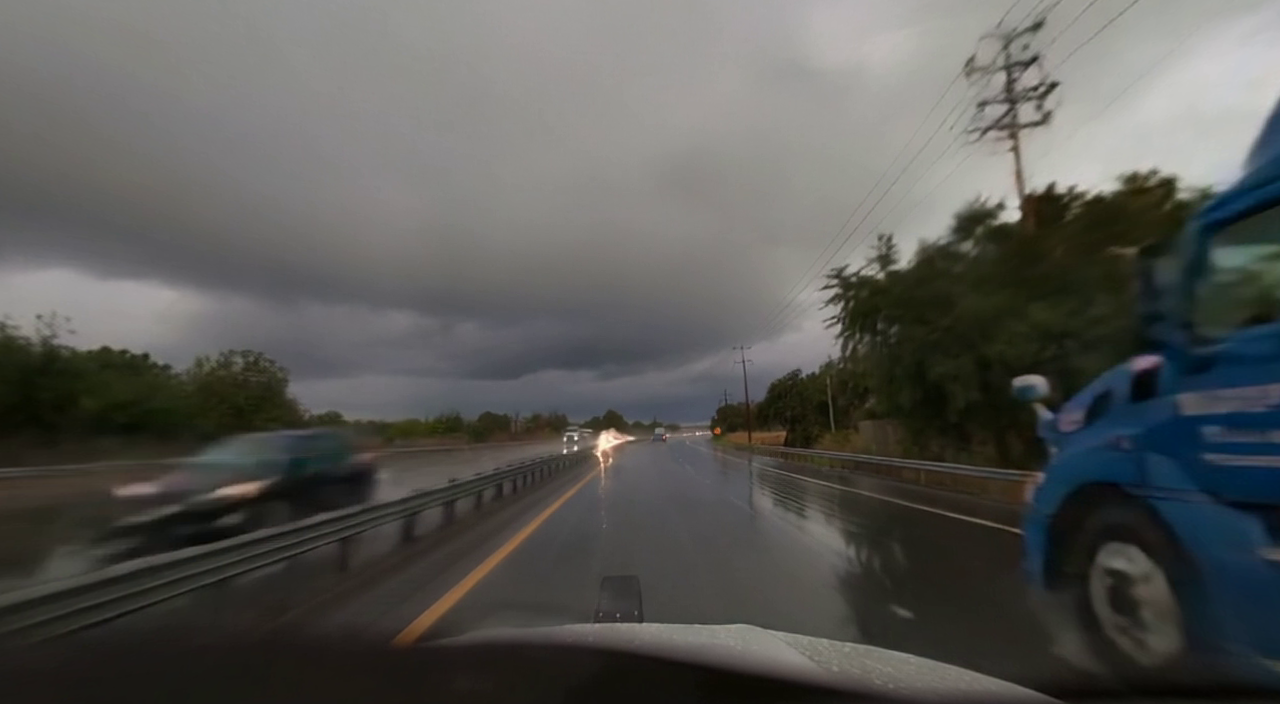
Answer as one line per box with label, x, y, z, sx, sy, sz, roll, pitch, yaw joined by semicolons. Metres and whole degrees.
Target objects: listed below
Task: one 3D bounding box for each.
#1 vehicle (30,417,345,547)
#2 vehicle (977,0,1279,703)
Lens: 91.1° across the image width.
vehicle;-6.908;1.988;10.366;2.184;1.670;4.163;0;-8;-3
vehicle;4.110;-0.367;1.467;2.979;4.151;6.405;0;-8;0
